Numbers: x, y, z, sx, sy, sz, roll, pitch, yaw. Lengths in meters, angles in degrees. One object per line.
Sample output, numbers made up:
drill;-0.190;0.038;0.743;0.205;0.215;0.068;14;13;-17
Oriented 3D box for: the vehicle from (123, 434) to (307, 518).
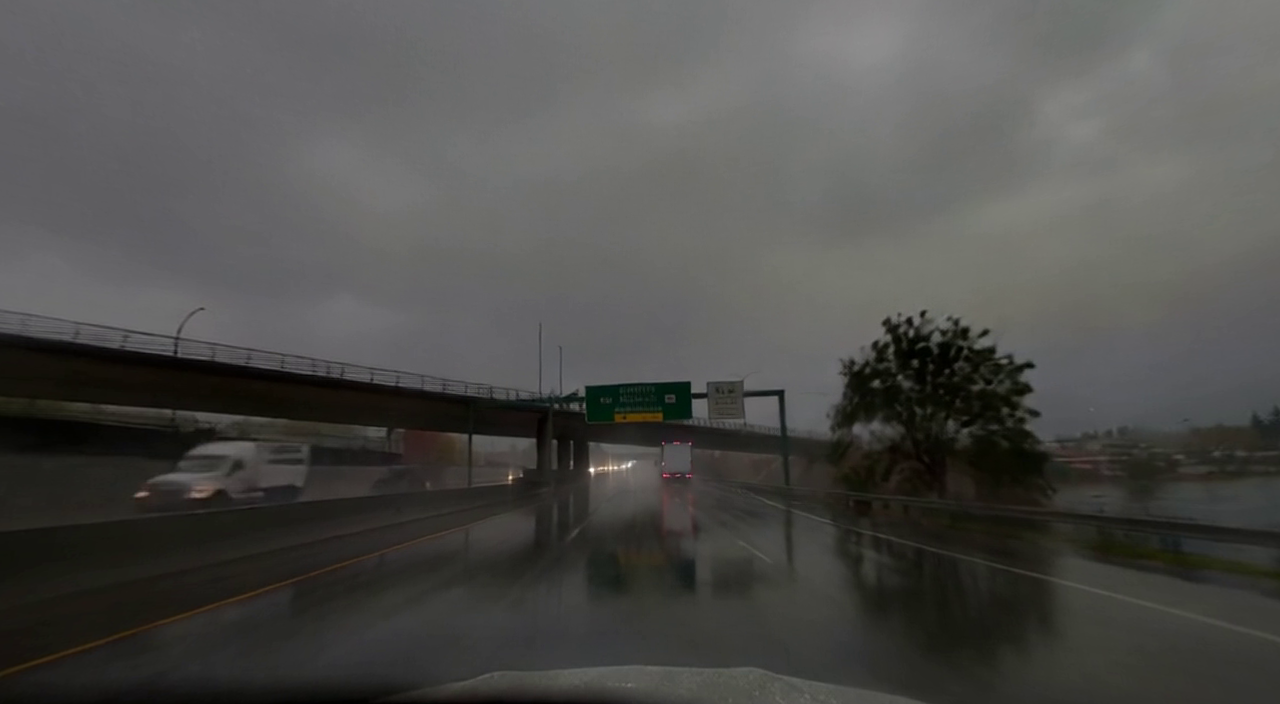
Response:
vehicle;-15.701;4.684;24.041;2.236;2.675;6.724;1;-10;0
